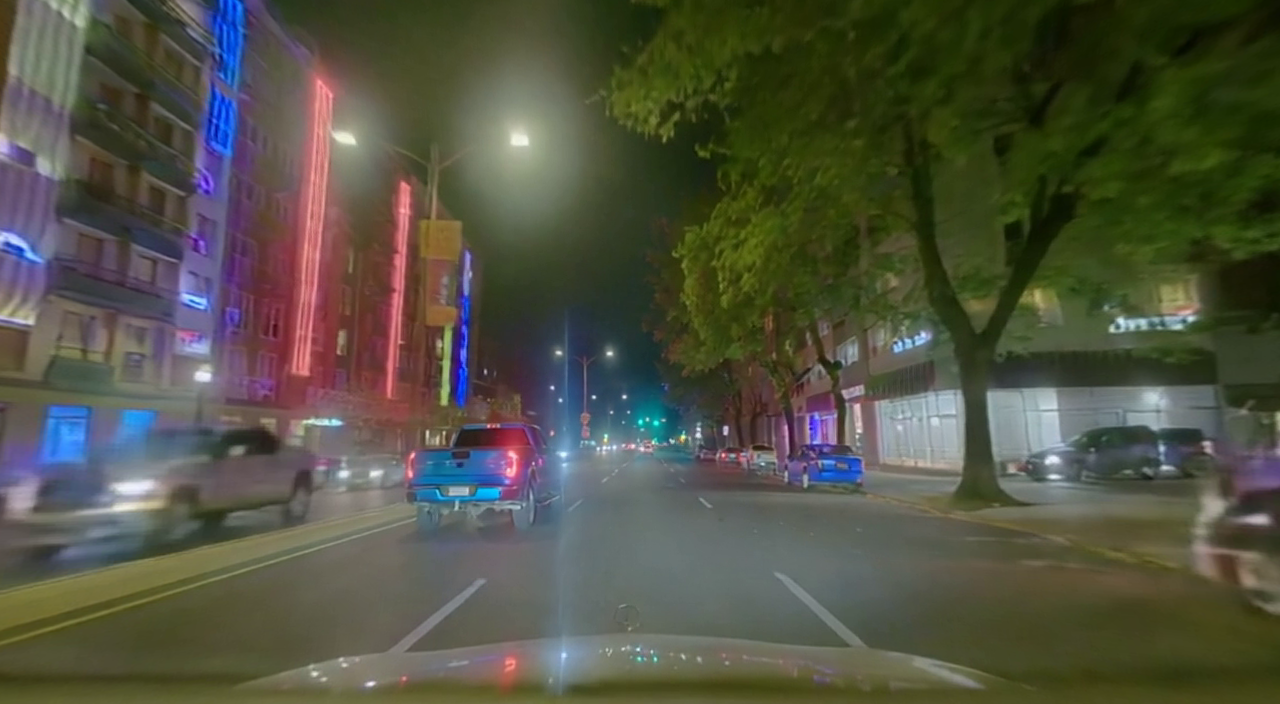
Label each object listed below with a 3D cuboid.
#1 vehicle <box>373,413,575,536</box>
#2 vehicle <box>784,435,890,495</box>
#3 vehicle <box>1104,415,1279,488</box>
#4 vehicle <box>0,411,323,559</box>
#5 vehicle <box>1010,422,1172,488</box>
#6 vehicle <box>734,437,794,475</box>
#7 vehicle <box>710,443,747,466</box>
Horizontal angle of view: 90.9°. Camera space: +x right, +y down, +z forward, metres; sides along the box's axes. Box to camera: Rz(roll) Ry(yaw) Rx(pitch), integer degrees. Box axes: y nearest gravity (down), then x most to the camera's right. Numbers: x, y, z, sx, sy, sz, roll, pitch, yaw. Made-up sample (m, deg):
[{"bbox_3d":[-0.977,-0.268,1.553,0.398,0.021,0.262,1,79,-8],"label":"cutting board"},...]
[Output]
[{"bbox_3d":[-2.726,2.218,12.029,2.197,1.786,5.365,-1,-9,2],"label":"vehicle"},{"bbox_3d":[6.140,3.561,20.277,1.928,1.679,4.716,0,-9,1],"label":"vehicle"},{"bbox_3d":[15.714,2.800,17.818,1.917,1.791,4.163,0,-9,-1],"label":"vehicle"},{"bbox_3d":[-7.299,2.008,10.184,2.063,1.843,4.349,0,-9,0],"label":"vehicle"},{"bbox_3d":[12.940,2.989,18.460,1.864,1.705,3.878,0,-9,1],"label":"vehicle"},{"bbox_3d":[6.152,5.224,31.755,2.018,1.743,4.529,0,-9,-1],"label":"vehicle"},{"bbox_3d":[6.270,7.295,45.056,1.988,1.514,3.962,0,-9,-2],"label":"vehicle"}]
